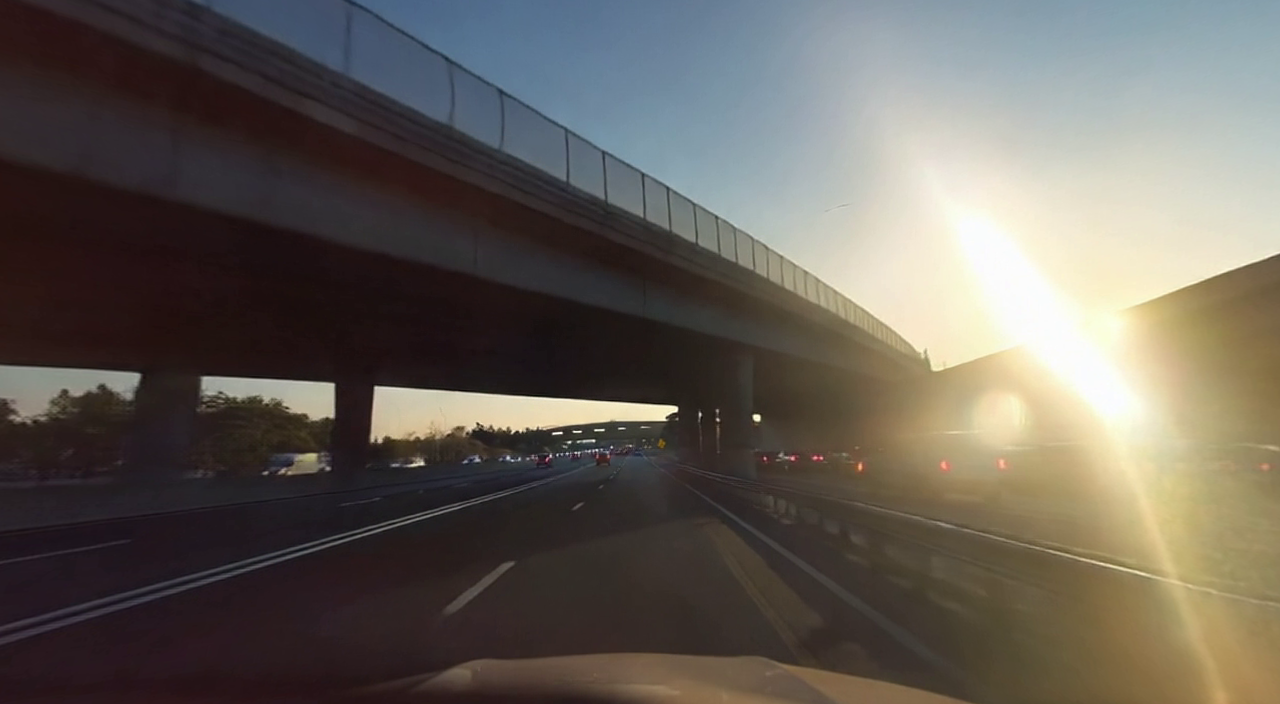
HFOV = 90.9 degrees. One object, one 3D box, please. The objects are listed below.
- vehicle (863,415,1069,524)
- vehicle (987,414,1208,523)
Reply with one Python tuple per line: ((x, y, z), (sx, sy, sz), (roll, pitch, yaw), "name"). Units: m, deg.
((12.747, 4.732, 26.343), (2.941, 3.578, 10.624), (0, -9, 0), "vehicle")
((18.391, 4.723, 26.461), (2.698, 3.744, 8.974), (0, -9, 2), "vehicle")
